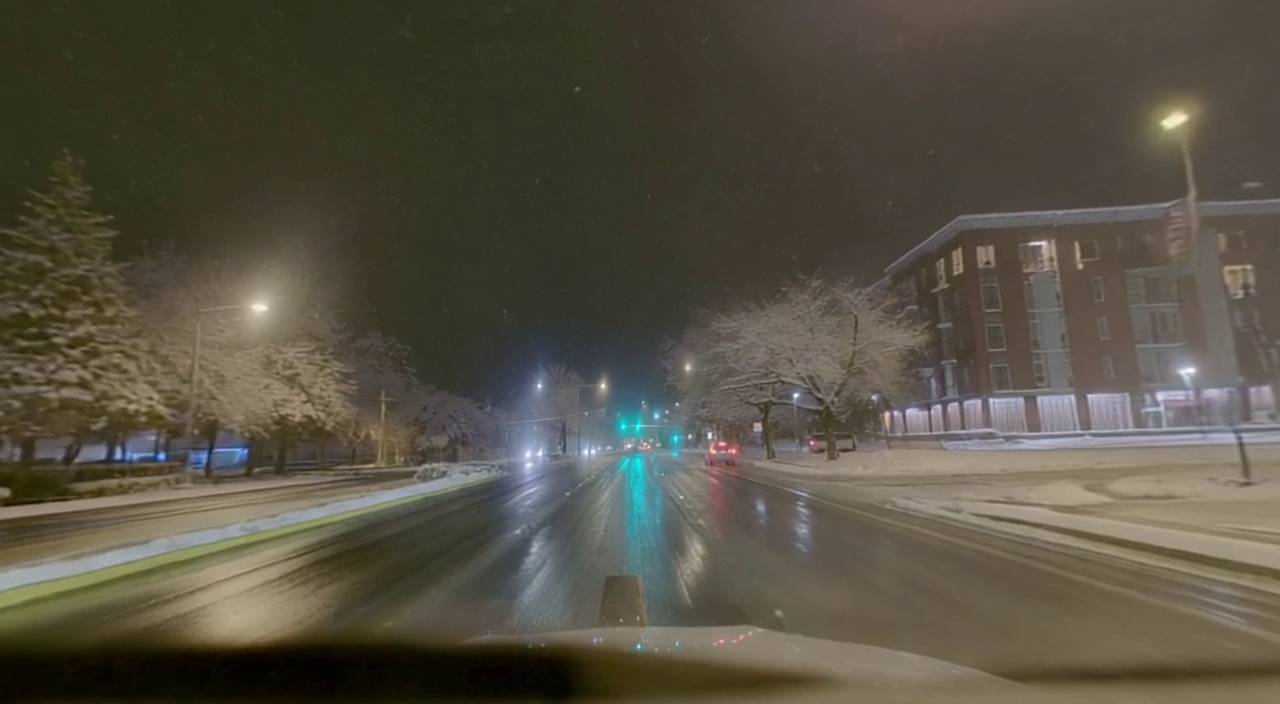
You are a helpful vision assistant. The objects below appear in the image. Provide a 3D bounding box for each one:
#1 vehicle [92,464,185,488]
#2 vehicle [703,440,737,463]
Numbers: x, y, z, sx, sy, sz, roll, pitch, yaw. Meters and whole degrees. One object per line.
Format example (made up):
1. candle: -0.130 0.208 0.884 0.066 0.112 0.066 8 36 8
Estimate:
1. vehicle: -32.513 8.017 41.027 4.359 1.405 1.831 0 -8 -1
2. vehicle: 6.057 7.566 48.227 1.986 1.682 4.341 0 -8 0
